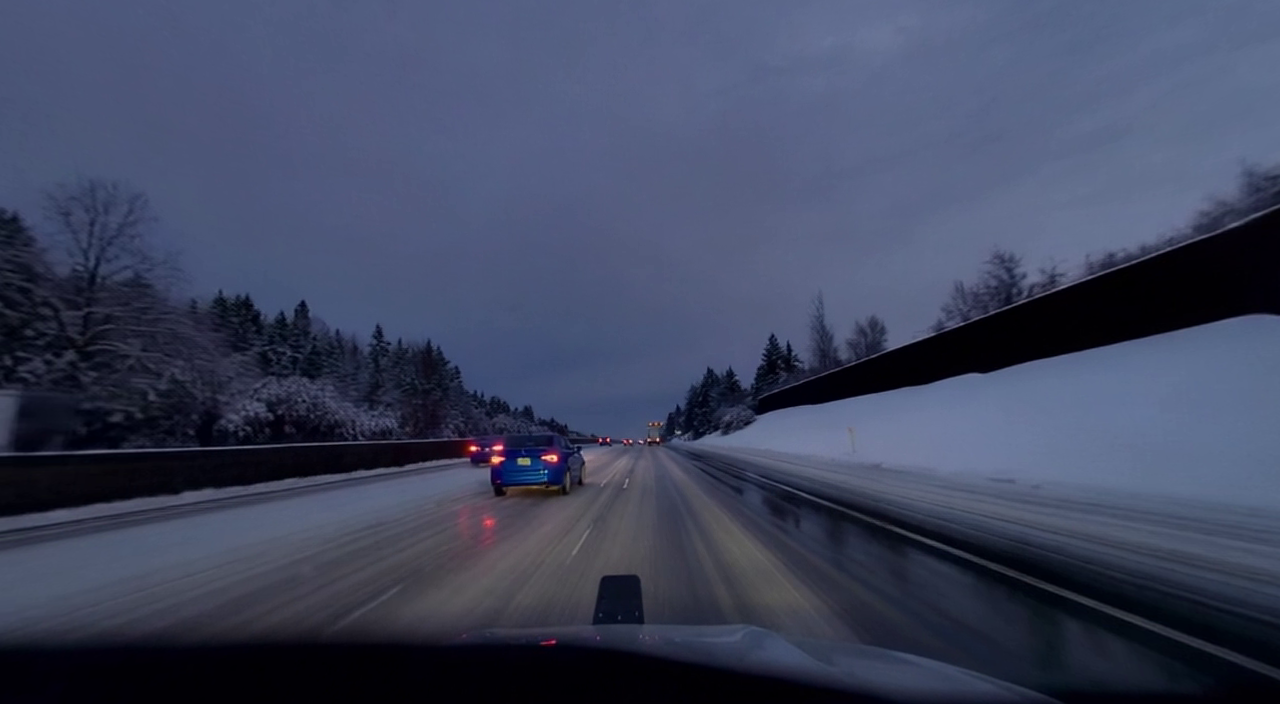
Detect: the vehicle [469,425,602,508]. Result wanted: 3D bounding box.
[{"bbox_3d":[-2.041,2.364,13.537,2.079,1.500,3.881,0,-8,2],"label":"vehicle"}]
